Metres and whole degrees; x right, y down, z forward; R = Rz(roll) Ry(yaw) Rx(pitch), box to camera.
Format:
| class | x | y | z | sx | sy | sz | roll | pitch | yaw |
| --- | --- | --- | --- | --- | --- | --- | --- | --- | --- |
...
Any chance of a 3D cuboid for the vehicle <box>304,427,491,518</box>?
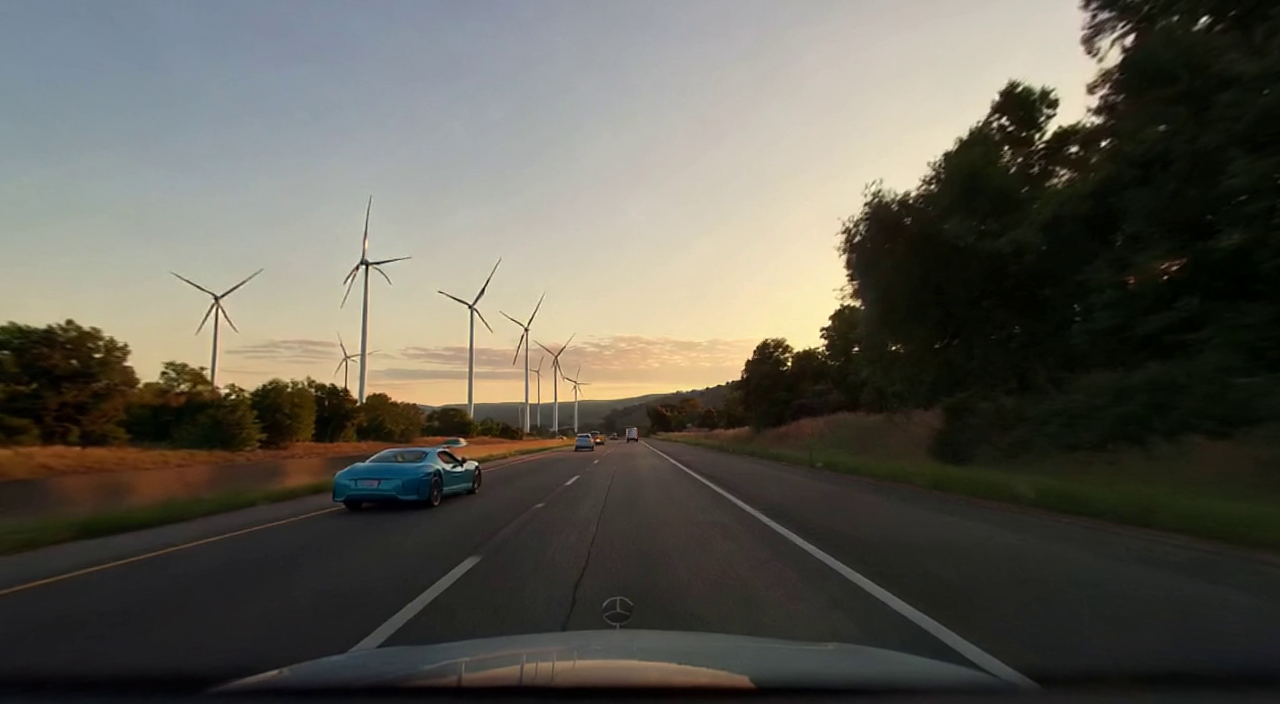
| class | x | y | z | sx | sy | sz | roll | pitch | yaw |
| --- | --- | --- | --- | --- | --- | --- | --- | --- | --- |
| vehicle | -4.324 | 2.187 | 12.069 | 1.969 | 1.413 | 4.194 | 0 | -8 | -1 |

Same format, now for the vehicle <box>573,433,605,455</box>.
| class | x | y | z | sx | sy | sz | roll | pitch | yaw |
| --- | --- | --- | --- | --- | --- | --- | --- | --- | --- |
| vehicle | -3.538 | 6.399 | 44.123 | 2.024 | 1.456 | 3.754 | 0 | -8 | -1 |
